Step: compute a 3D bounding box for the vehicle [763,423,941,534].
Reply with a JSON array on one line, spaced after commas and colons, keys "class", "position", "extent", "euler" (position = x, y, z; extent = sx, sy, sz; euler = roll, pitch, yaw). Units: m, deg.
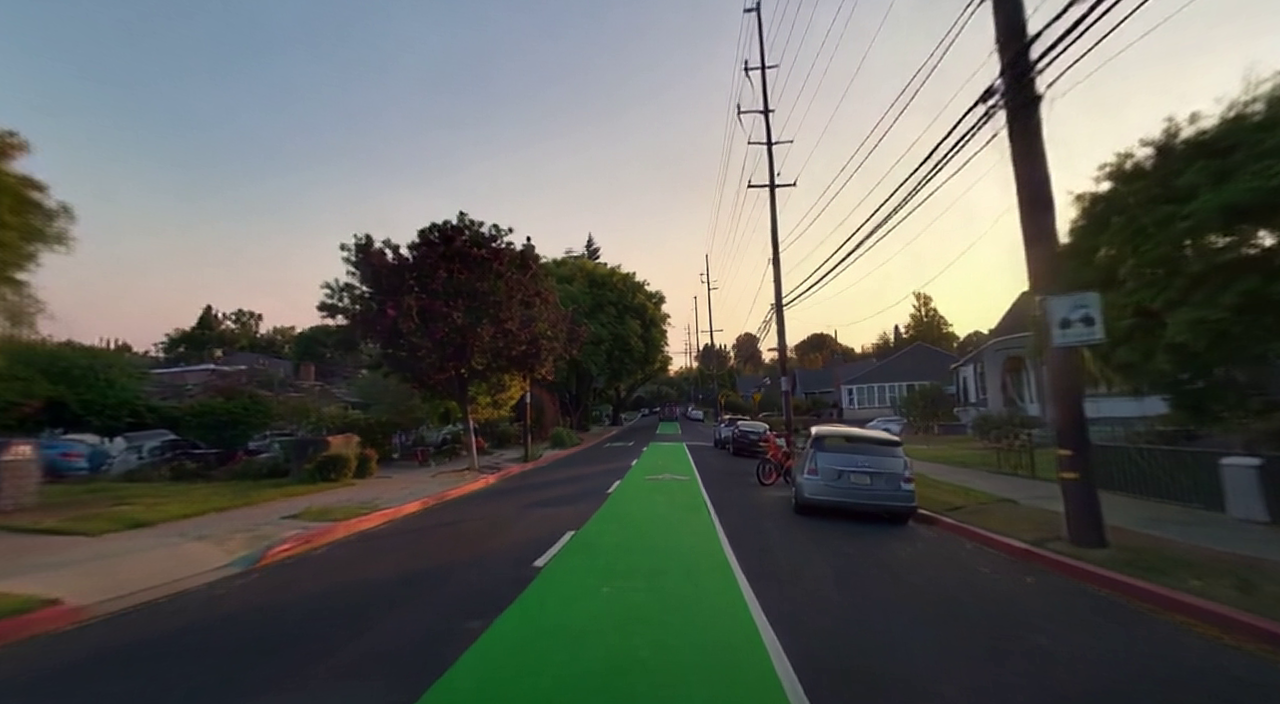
[{"class": "vehicle", "position": [3.582, 2.199, 11.628], "extent": [2.235, 1.500, 4.496], "euler": [2, -8, 7]}]

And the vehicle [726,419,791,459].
[{"class": "vehicle", "position": [4.826, 3.664, 26.383], "extent": [1.981, 1.512, 4.144], "euler": [0, -9, 1]}]
